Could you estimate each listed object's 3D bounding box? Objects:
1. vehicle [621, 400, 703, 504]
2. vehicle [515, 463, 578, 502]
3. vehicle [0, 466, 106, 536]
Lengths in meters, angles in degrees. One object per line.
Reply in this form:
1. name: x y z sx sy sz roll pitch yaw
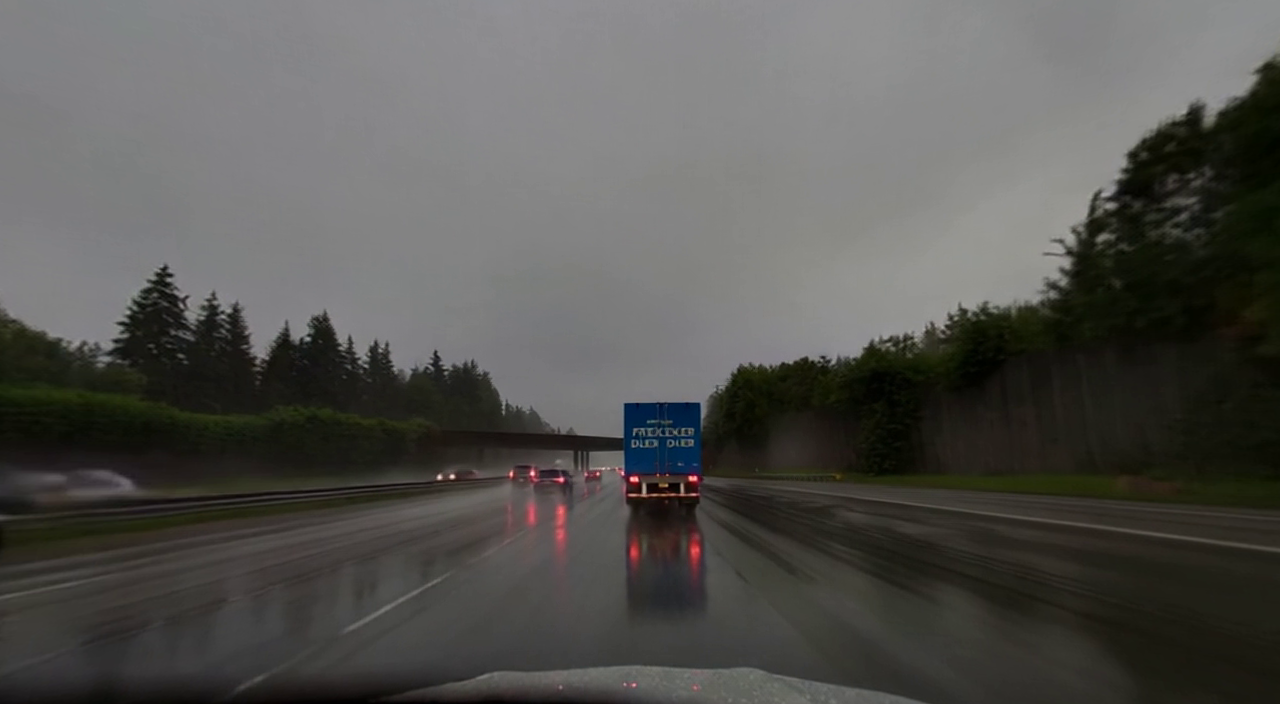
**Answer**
1. vehicle: 0.695 4.584 28.235 2.980 3.834 9.423 1 -10 -2
2. vehicle: -4.001 5.713 27.777 1.978 1.516 4.617 1 -10 1
3. vehicle: -16.230 3.662 15.628 1.949 1.627 4.472 1 -10 0
